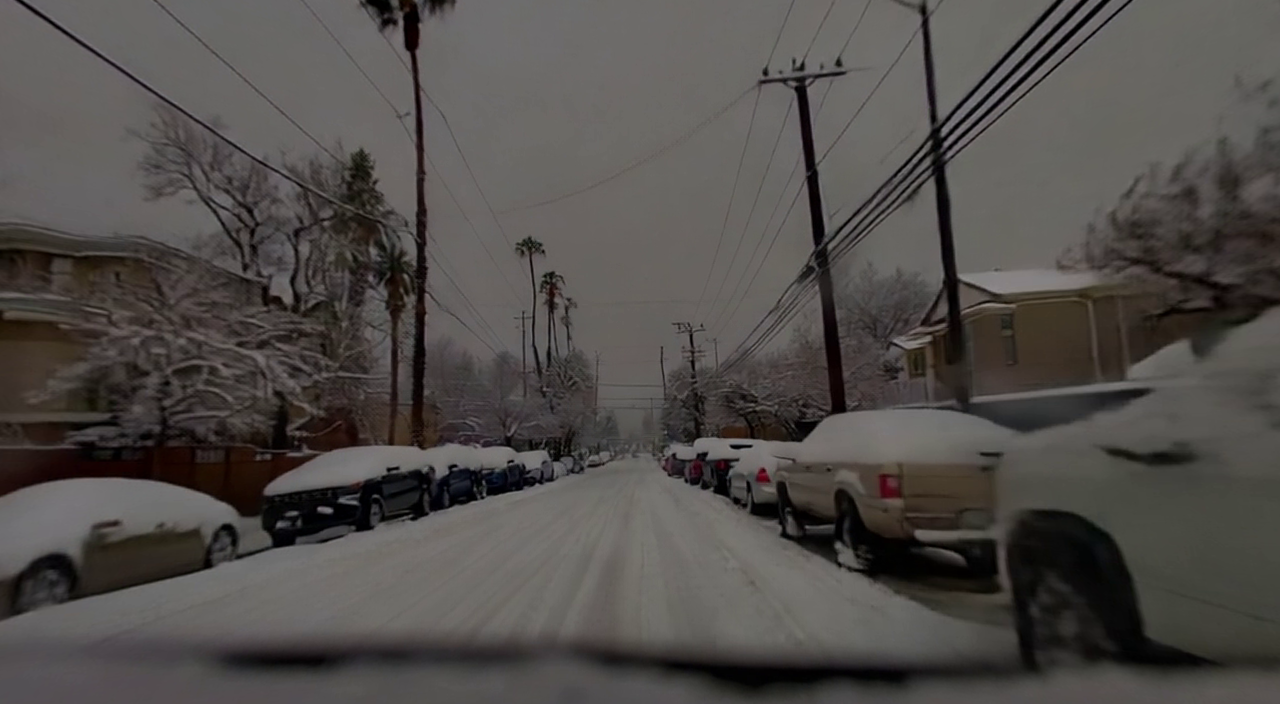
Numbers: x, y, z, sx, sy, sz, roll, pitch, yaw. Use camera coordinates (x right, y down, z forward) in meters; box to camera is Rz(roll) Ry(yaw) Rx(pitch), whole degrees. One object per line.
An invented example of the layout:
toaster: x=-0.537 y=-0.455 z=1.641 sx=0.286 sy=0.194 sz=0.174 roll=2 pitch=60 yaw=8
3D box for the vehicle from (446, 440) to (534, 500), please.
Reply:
vehicle: x=-6.156 y=4.880 z=26.773 sx=2.281 sy=2.248 sz=5.873 roll=0 pitch=-8 yaw=0

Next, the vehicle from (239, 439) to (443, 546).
vehicle: x=-6.330 y=2.976 z=14.197 sx=2.349 sy=1.952 sz=4.848 roll=0 pitch=-8 yaw=-2

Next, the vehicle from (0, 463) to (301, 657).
vehicle: x=-6.287 y=2.147 z=7.605 sx=1.874 sy=1.449 sz=4.622 roll=0 pitch=-8 yaw=-1

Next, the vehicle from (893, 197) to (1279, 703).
vehicle: x=2.906 y=0.468 z=1.085 sx=2.268 sy=1.953 sz=6.124 roll=0 pitch=-8 yaw=-1
